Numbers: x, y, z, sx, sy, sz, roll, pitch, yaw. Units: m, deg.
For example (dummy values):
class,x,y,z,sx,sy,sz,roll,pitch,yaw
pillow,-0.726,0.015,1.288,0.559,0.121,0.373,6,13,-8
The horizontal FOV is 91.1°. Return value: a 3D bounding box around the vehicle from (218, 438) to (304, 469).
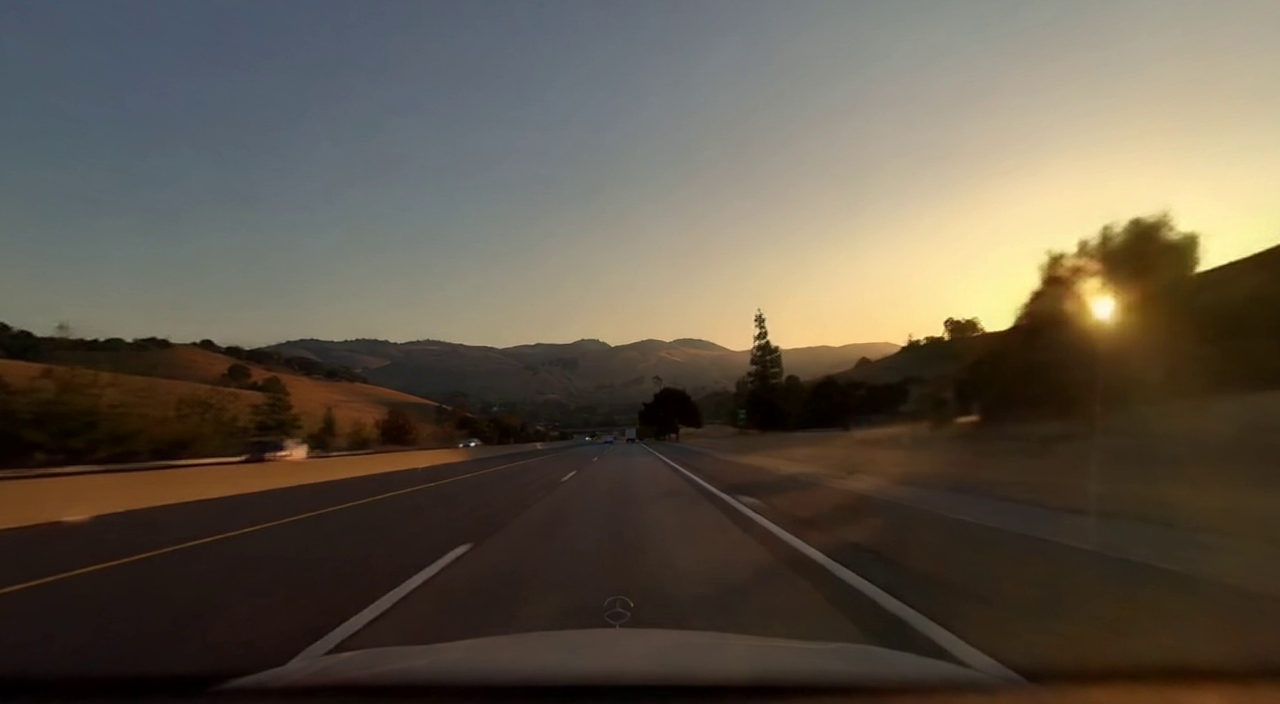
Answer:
class,x,y,z,sx,sy,sz,roll,pitch,yaw
vehicle,-20.250,5.430,33.857,1.893,1.544,4.441,0,-8,-1
